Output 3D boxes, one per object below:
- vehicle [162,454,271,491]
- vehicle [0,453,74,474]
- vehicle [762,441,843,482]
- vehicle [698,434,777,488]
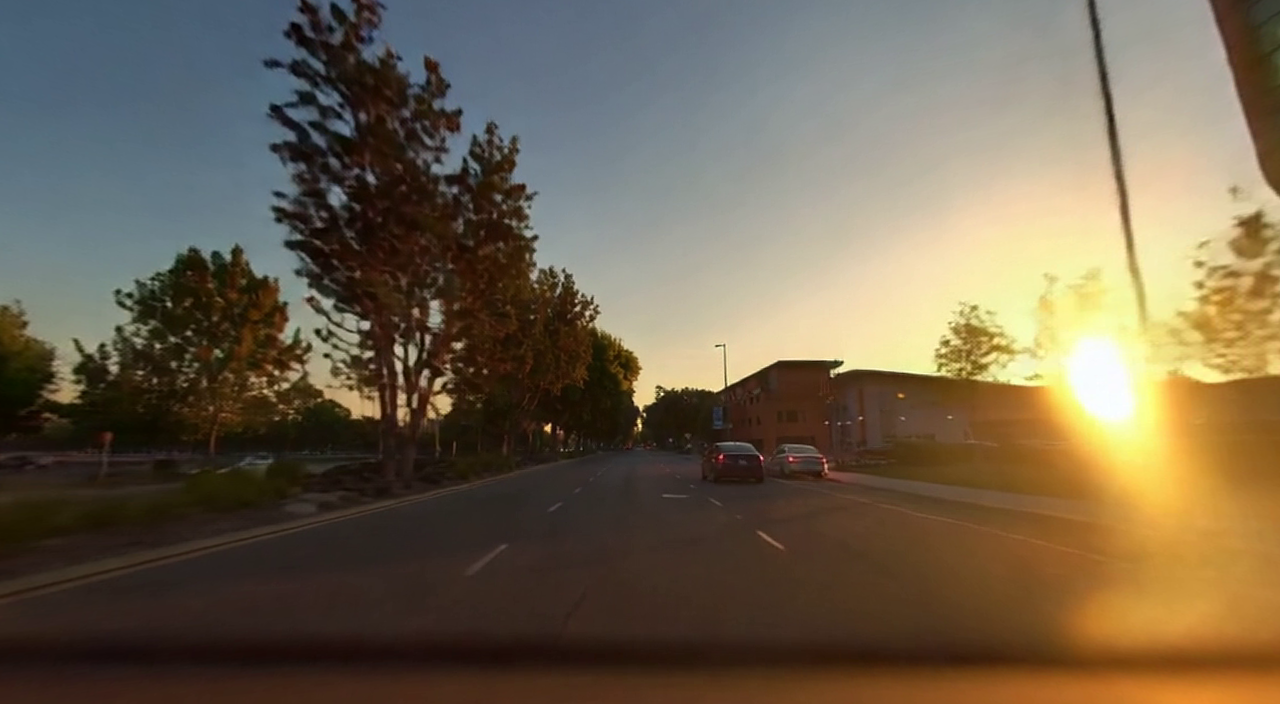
[{"bbox_3d":[-19.350,5.485,29.176,1.839,1.481,4.585,0,-8,0],"label":"vehicle"},{"bbox_3d":[-44.365,8.072,45.914,4.471,1.466,1.887,0,-8,-1],"label":"vehicle"},{"bbox_3d":[6.739,4.586,26.851,1.918,1.544,4.871,-1,-8,-3],"label":"vehicle"},{"bbox_3d":[3.367,3.857,22.802,2.083,1.743,4.354,0,-8,-1],"label":"vehicle"}]
